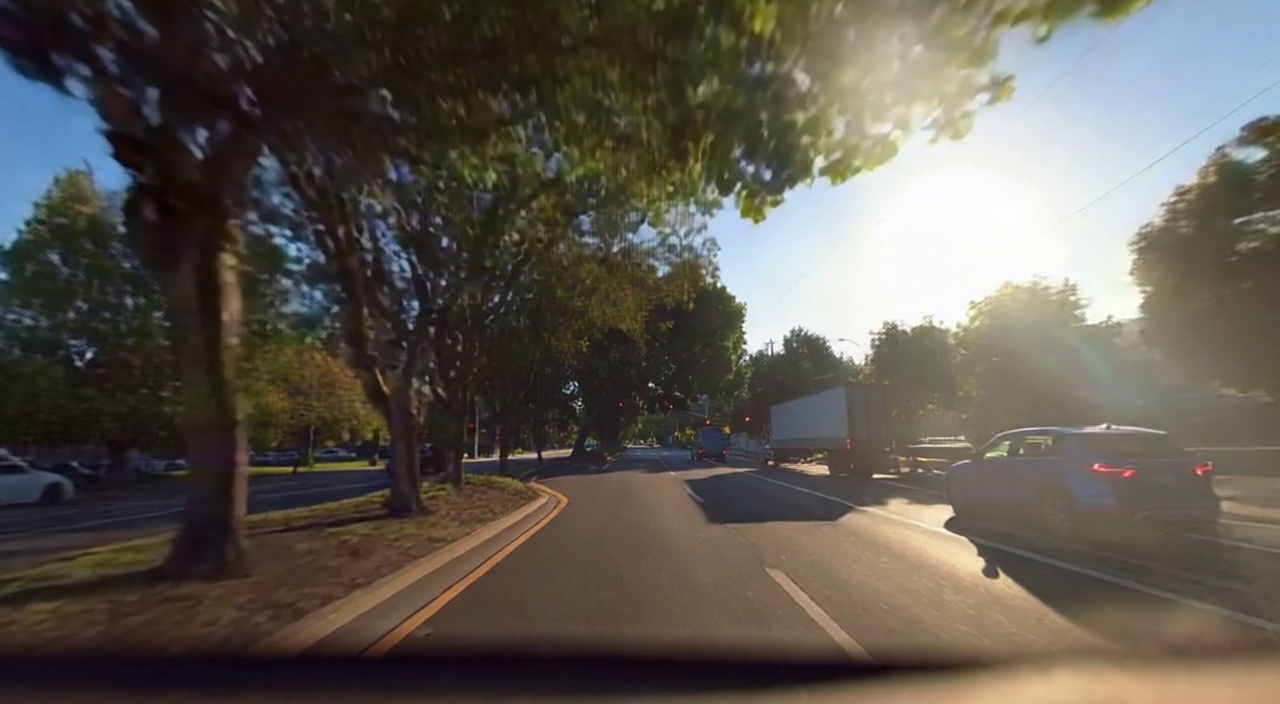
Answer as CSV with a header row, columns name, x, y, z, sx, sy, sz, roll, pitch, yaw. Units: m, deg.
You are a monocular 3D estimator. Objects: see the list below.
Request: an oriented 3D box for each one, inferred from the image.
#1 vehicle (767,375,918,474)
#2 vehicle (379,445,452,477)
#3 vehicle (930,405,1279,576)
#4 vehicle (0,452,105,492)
name,x,y,z,sx,sy,sz,roll,pitch,yaw
vehicle,10.310,4.287,35.420,2.975,4.201,17.050,0,-8,0
vehicle,-11.247,5.487,32.057,1.954,1.496,4.590,0,-8,1
vehicle,6.227,1.773,8.912,2.012,1.754,4.635,0,-8,-1
vehicle,-24.751,4.819,25.479,4.499,1.507,1.978,0,-8,0
